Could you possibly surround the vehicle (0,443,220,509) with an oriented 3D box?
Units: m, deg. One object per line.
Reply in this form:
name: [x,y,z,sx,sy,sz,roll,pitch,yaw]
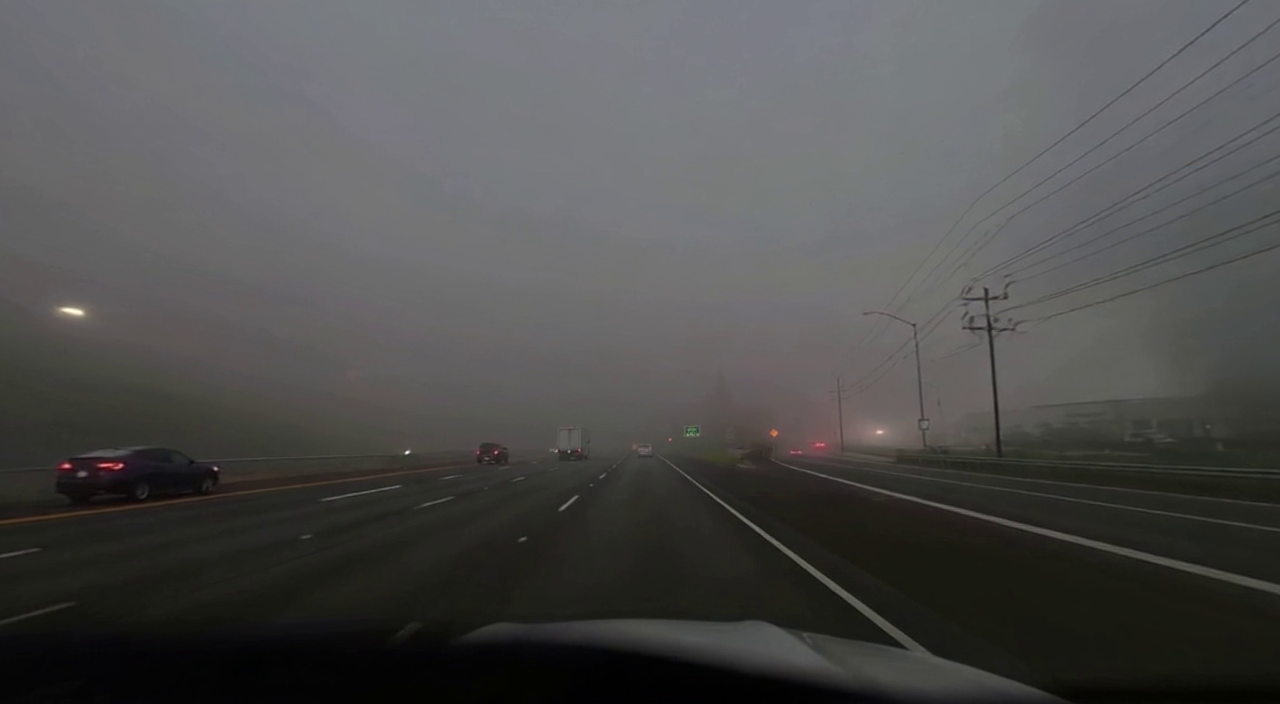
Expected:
vehicle: [-13.616,3.141,16.602,1.988,1.477,4.442,0,-8,1]
